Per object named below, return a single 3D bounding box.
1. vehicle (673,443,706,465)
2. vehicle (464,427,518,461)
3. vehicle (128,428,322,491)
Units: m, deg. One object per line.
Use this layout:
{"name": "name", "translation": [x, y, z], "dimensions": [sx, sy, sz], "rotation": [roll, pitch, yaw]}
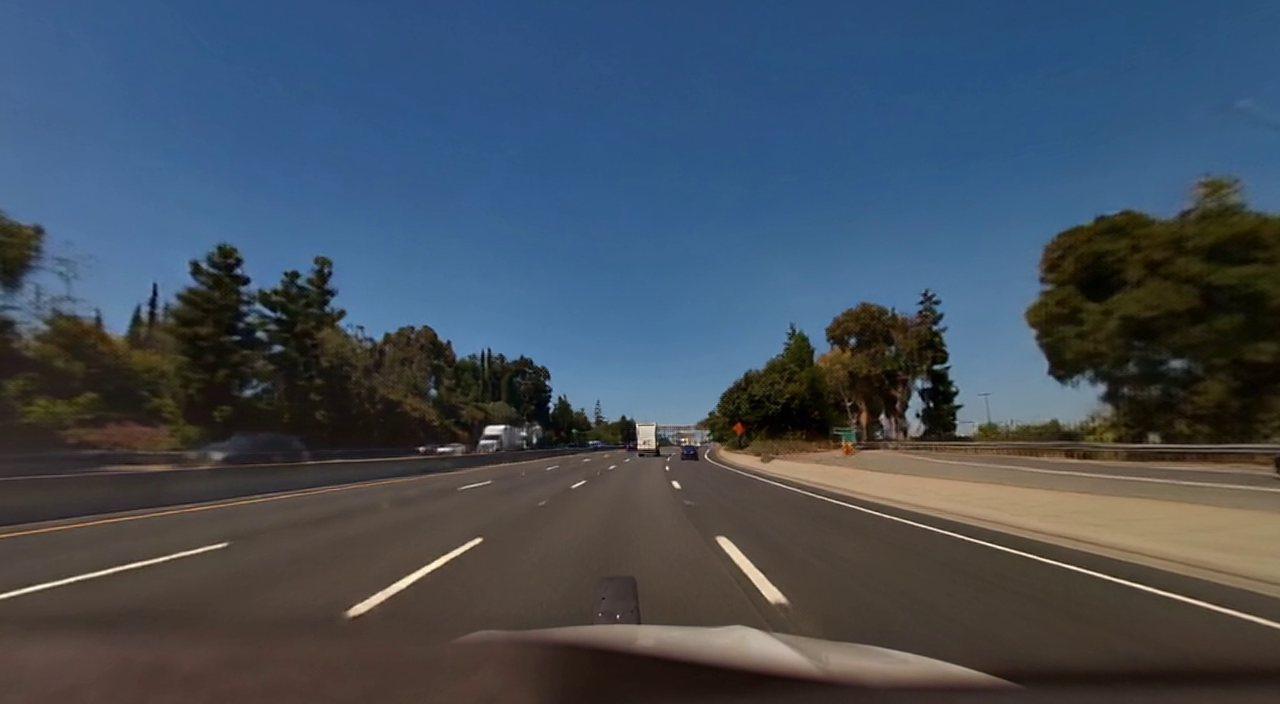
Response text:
{"name": "vehicle", "translation": [3.515, 7.354, 45.623], "dimensions": [2.069, 1.476, 4.197], "rotation": [0, -8, 0]}
{"name": "vehicle", "translation": [-11.373, 7.138, 48.895], "dimensions": [2.324, 2.410, 6.566], "rotation": [0, -8, 2]}
{"name": "vehicle", "translation": [-12.977, 3.411, 20.457], "dimensions": [2.281, 1.743, 5.822], "rotation": [0, -9, 1]}
